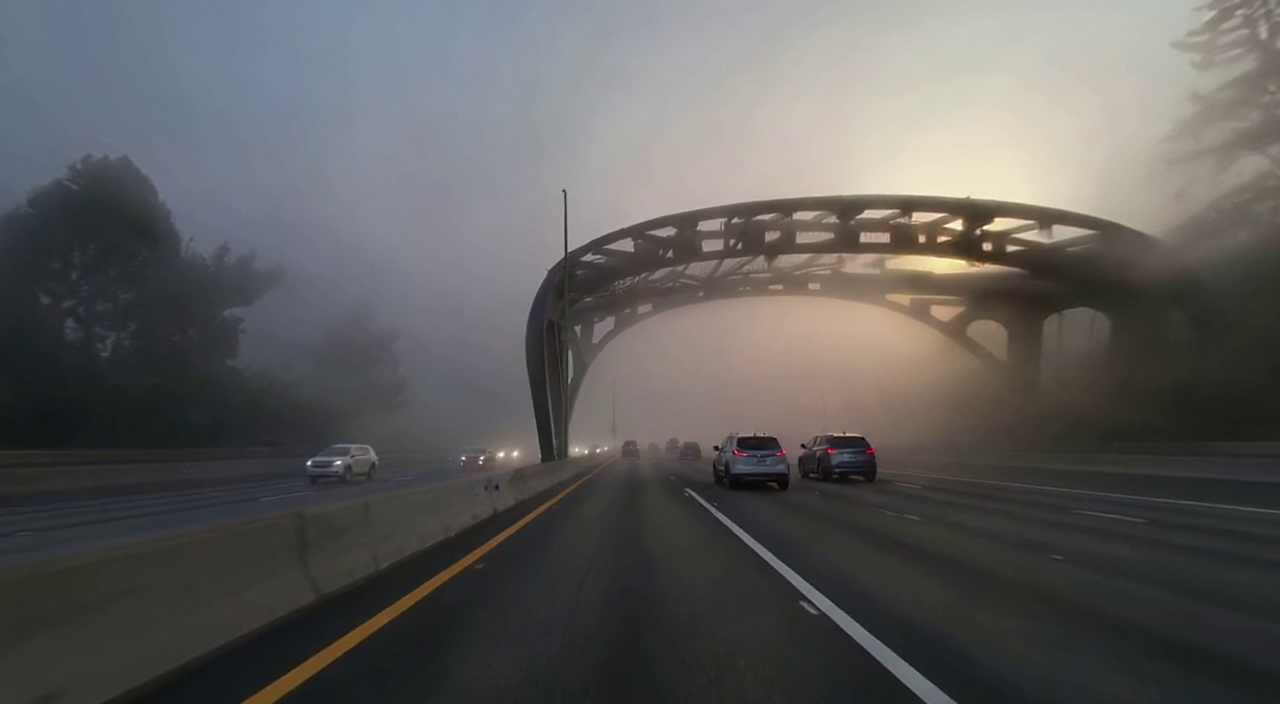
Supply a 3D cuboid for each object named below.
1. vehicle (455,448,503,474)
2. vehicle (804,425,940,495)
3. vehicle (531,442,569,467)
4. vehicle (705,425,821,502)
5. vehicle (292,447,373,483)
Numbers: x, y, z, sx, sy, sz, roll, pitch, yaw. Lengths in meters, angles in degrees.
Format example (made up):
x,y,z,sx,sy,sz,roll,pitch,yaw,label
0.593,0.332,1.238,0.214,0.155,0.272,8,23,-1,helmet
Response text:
x,y,z,sx,sy,sz,roll,pitch,yaw,label
-9.901,6.708,39.106,1.828,1.437,4.329,0,-9,0,vehicle
6.634,3.158,18.809,2.040,1.801,4.959,0,-9,-2,vehicle
-6.336,7.291,45.003,2.019,1.633,4.367,0,-9,0,vehicle
3.005,2.845,16.467,2.059,1.711,4.302,0,-9,-1,vehicle
-16.970,6.216,35.202,2.130,1.820,4.796,0,-9,0,vehicle
